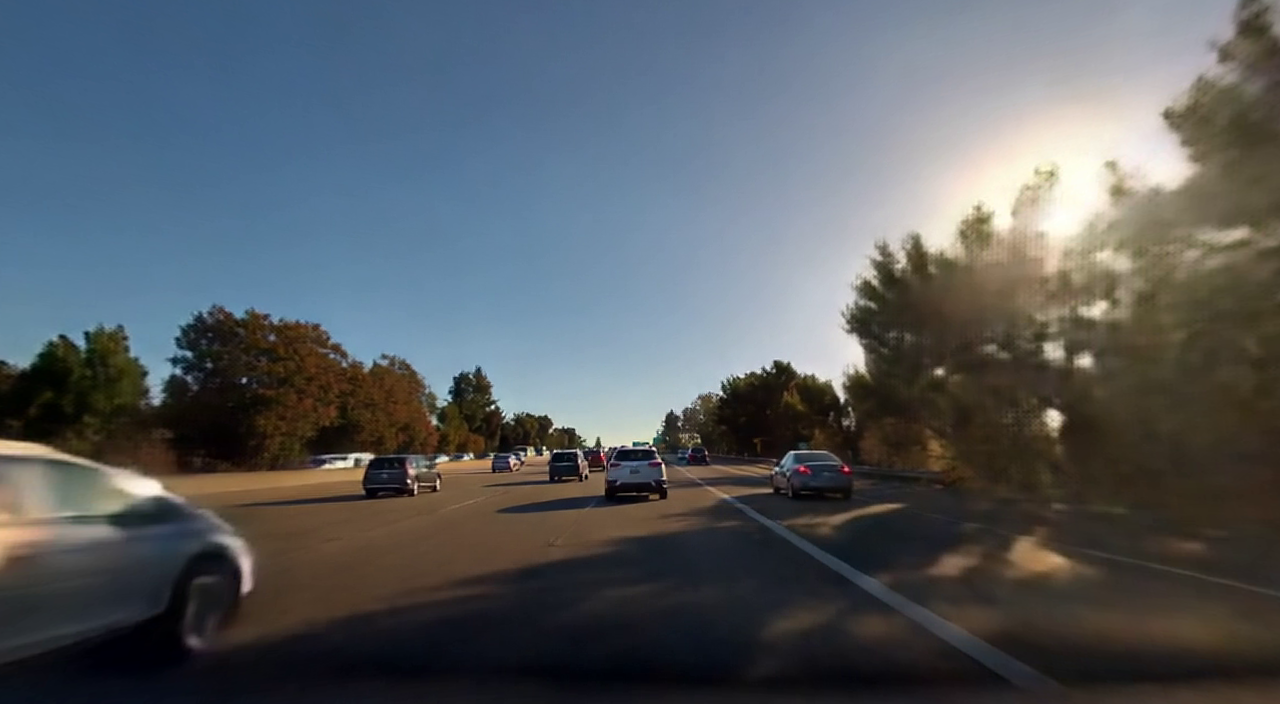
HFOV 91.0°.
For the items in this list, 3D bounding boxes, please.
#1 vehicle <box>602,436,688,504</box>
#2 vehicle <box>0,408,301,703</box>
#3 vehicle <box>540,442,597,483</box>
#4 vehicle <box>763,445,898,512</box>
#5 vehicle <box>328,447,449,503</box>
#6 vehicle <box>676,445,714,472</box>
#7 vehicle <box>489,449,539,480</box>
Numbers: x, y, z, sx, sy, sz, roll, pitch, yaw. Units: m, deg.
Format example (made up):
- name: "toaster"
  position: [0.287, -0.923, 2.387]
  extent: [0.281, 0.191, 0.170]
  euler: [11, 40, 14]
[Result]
- name: "vehicle"
  position: [0.160, 3.371, 18.432]
  extent: [2.223, 1.722, 4.177]
  euler: [0, -9, 1]
- name: "vehicle"
  position: [-3.570, 0.972, 2.455]
  extent: [2.011, 1.498, 4.341]
  euler: [0, -9, 1]
- name: "vehicle"
  position: [-3.354, 5.274, 30.341]
  extent: [2.142, 1.808, 4.266]
  euler: [0, -9, 1]
- name: "vehicle"
  position: [4.687, 3.157, 16.325]
  extent: [2.006, 1.474, 4.669]
  euler: [0, -9, -1]
- name: "vehicle"
  position: [-7.684, 3.768, 19.778]
  extent: [1.927, 1.514, 4.474]
  euler: [0, -9, 1]
- name: "vehicle"
  position: [3.905, 7.635, 45.463]
  extent: [2.175, 1.830, 5.173]
  euler: [0, -9, -1]
- name: "vehicle"
  position: [-7.071, 6.358, 35.836]
  extent: [1.931, 1.617, 4.060]
  euler: [0, -9, 1]
